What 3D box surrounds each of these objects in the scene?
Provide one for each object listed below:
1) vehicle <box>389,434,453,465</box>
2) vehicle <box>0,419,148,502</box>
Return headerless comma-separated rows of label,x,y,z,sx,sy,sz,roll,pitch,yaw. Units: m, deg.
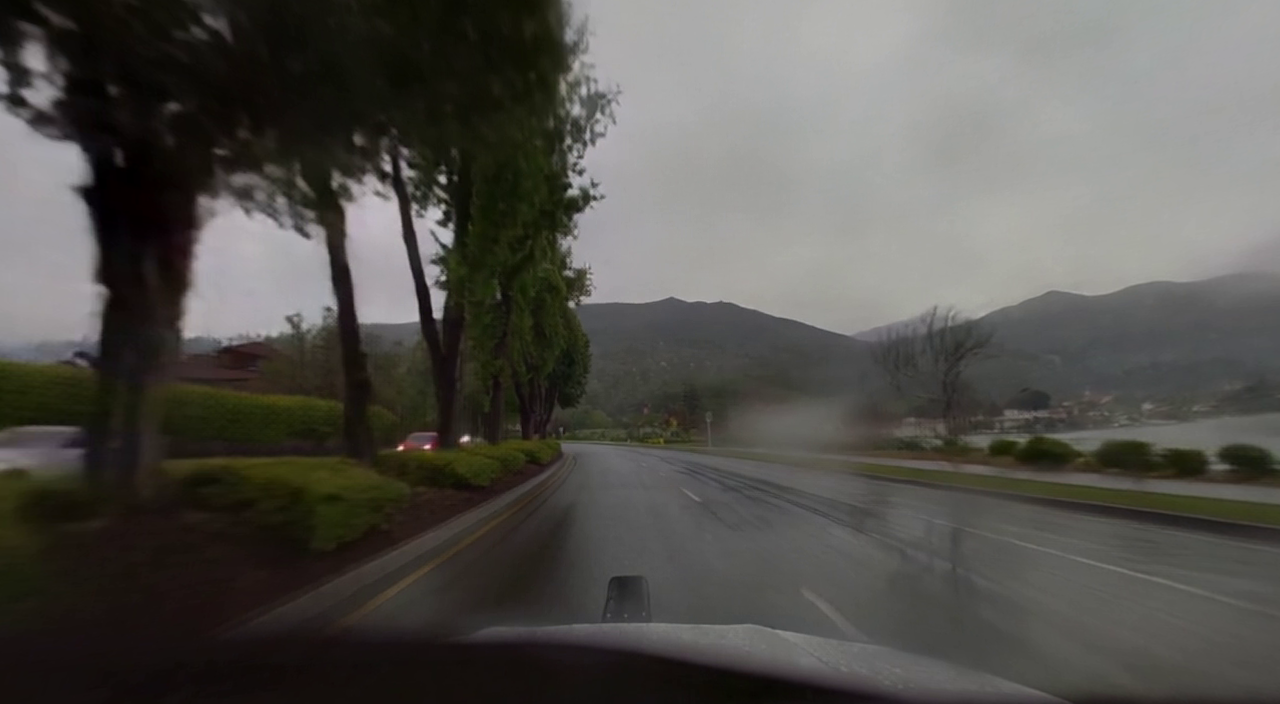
vehicle,-11.090,4.967,32.204,2.055,1.471,4.317,1,-8,-5
vehicle,-13.369,2.357,13.887,1.809,1.592,4.060,0,-8,-1
